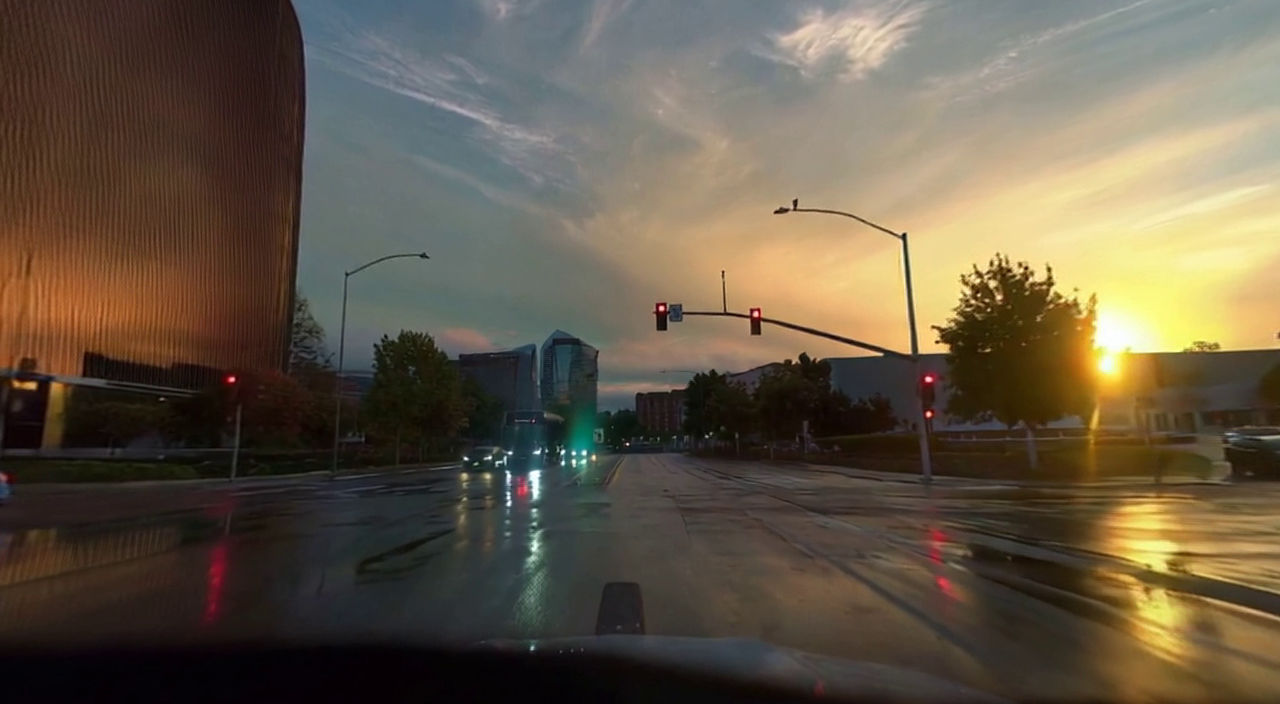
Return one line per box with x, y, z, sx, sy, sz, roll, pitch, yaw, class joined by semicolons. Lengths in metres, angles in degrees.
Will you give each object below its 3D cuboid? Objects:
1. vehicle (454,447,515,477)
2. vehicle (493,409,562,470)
-8.496;6.039;34.870;2.113;1.535;4.504;0;-9;1;vehicle
-7.987;6.530;46.563;3.109;3.888;11.000;1;-9;0;vehicle
